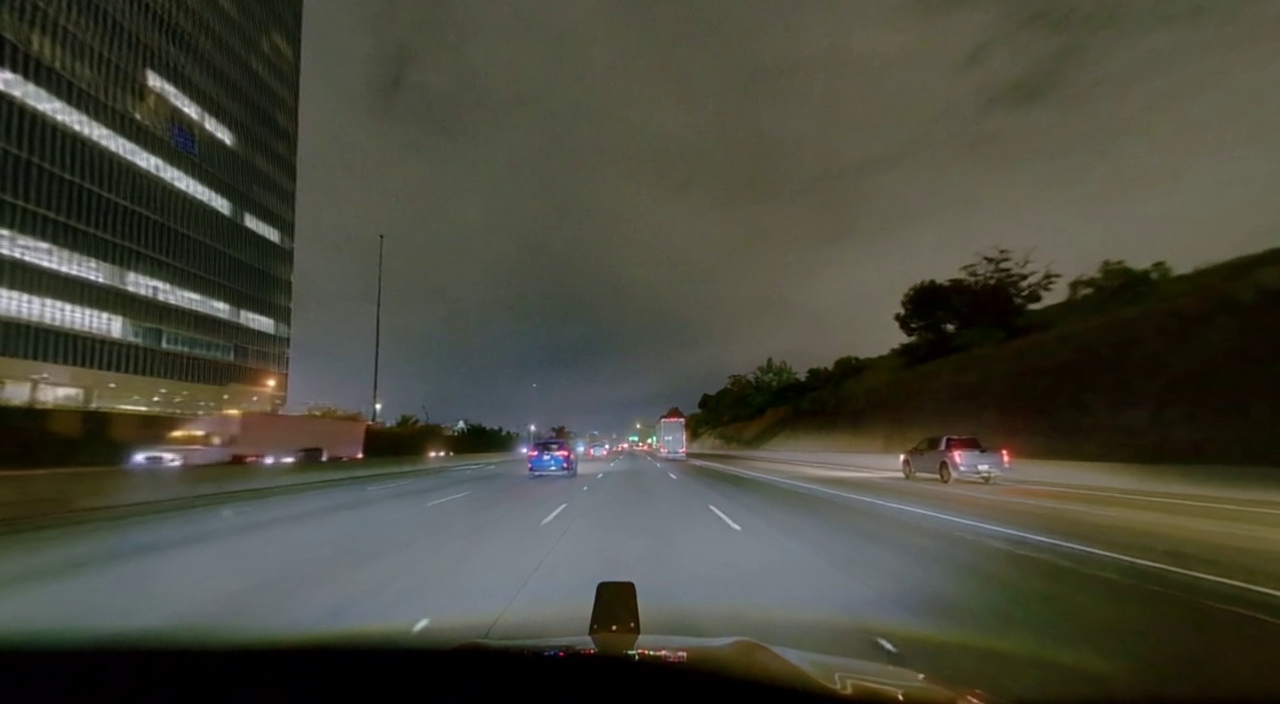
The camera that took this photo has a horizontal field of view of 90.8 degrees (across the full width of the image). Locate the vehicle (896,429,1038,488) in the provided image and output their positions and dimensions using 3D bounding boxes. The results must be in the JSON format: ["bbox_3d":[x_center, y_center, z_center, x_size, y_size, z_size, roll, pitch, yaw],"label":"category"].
[{"bbox_3d":[11.093,3.667,21.997,2.089,1.787,5.080,0,-9,-1],"label":"vehicle"}]

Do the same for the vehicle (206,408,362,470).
[{"bbox_3d":[-26.741,6.916,49.266,2.832,4.056,16.318,0,-9,0],"label":"vehicle"}]

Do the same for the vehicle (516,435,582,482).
[{"bbox_3d":[-3.557,4.253,25.497,2.039,1.710,4.237,0,-9,0],"label":"vehicle"}]

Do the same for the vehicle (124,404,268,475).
[{"bbox_3d":[-26.682,5.399,38.636,2.993,3.848,7.864,0,-9,0],"label":"vehicle"}]
